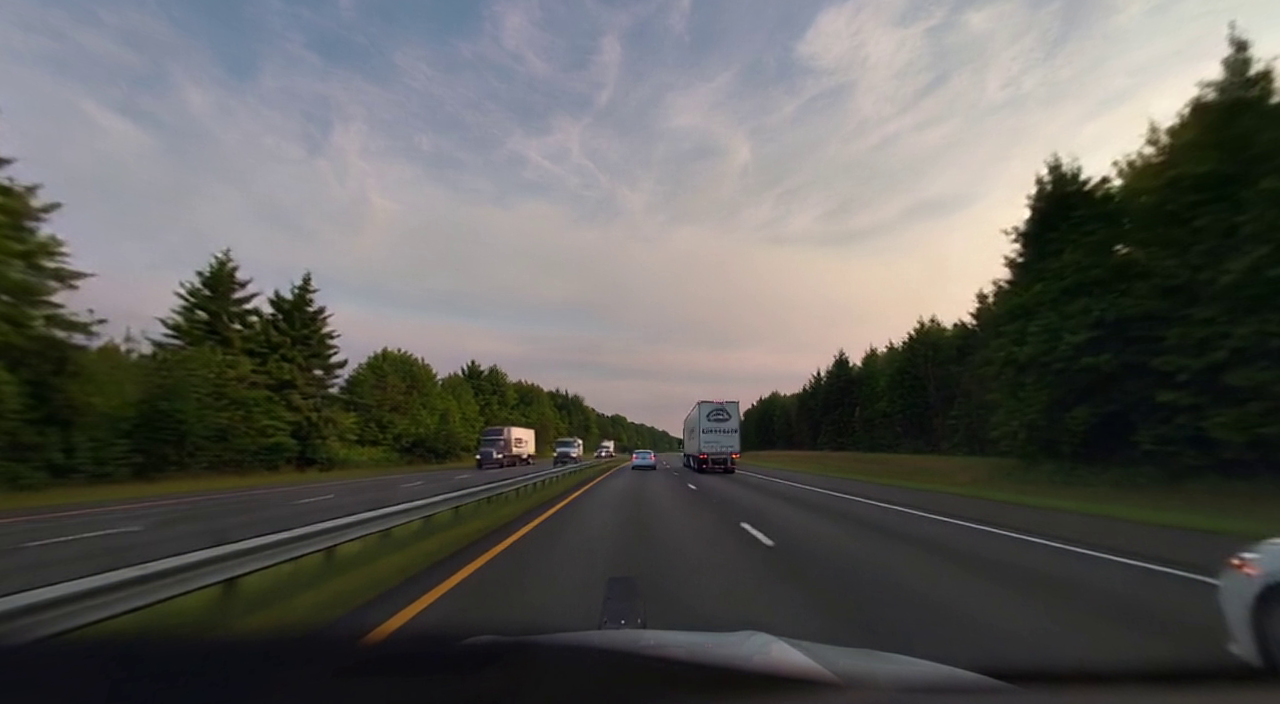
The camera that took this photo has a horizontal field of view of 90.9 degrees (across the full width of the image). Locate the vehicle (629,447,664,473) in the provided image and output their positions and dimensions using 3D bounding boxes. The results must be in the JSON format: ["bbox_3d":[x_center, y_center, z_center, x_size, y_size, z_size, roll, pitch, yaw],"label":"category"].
[{"bbox_3d":[0.400,6.569,38.553,2.074,1.475,3.960,0,-9,1],"label":"vehicle"}]

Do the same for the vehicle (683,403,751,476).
[{"bbox_3d":[4.821,6.010,42.653,2.909,4.074,14.457,0,-9,0],"label":"vehicle"}]
